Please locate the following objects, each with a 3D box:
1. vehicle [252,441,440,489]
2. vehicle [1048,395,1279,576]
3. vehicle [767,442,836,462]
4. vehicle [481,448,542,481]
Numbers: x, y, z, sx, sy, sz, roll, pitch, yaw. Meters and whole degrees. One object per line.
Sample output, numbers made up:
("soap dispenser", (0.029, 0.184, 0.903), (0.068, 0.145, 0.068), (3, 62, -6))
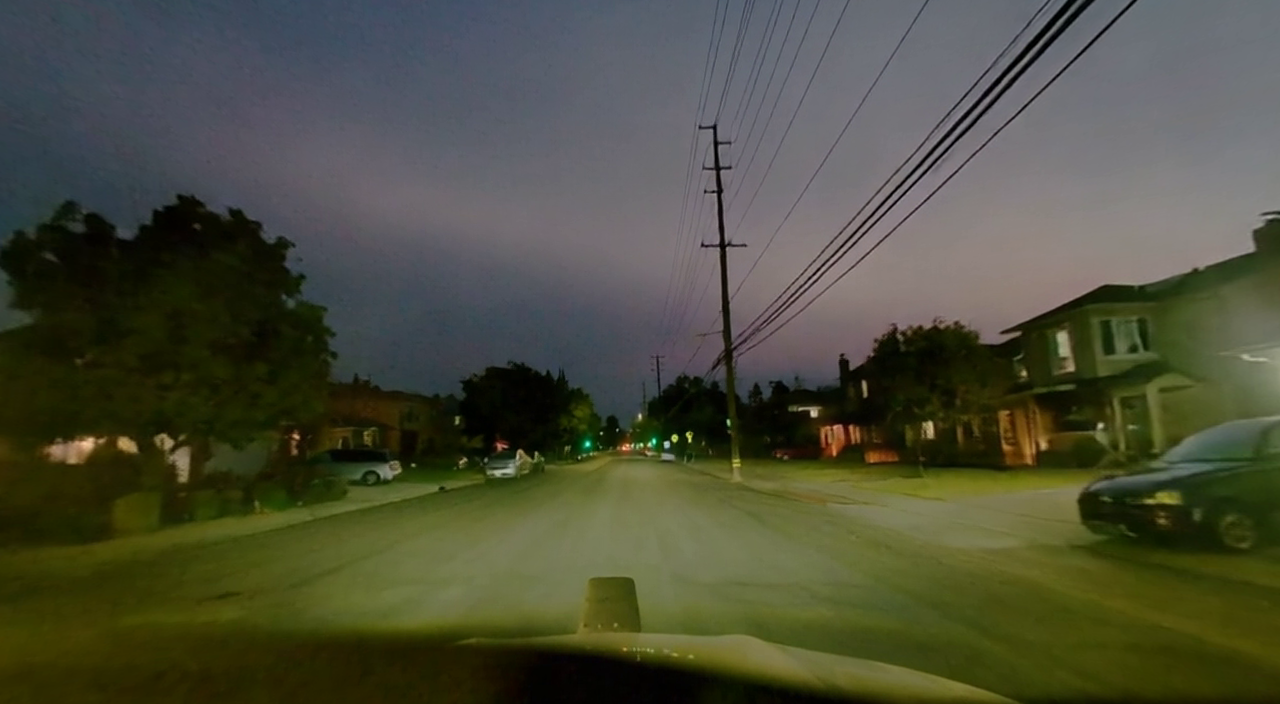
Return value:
("vehicle", (-12.179, 4.732, 26.691), (6.619, 1.759, 2.632), (-1, -9, -2))
("vehicle", (9.060, 1.529, 8.112), (5.890, 1.896, 2.459), (-2, -8, -1))
("vehicle", (12.108, 7.522, 47.540), (4.605, 1.492, 1.898), (0, -9, -1))
("vehicle", (-6.554, 5.785, 32.855), (2.208, 1.491, 5.089), (0, -8, -1))
